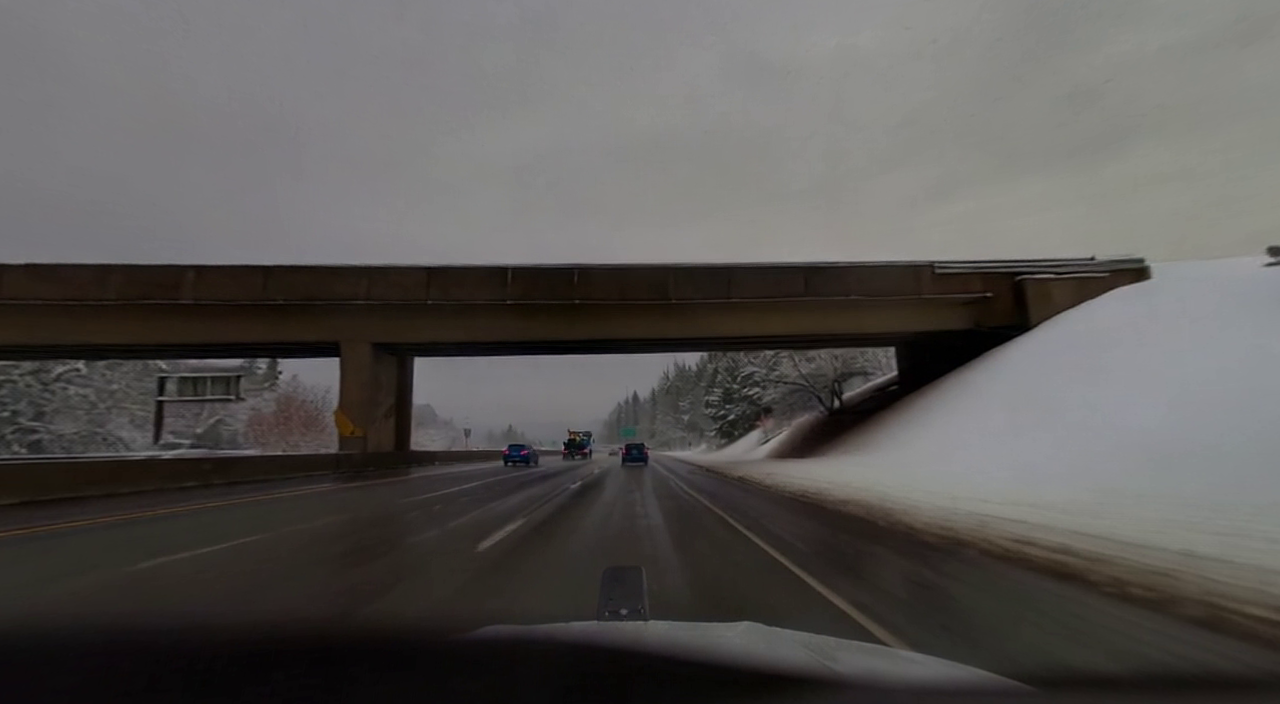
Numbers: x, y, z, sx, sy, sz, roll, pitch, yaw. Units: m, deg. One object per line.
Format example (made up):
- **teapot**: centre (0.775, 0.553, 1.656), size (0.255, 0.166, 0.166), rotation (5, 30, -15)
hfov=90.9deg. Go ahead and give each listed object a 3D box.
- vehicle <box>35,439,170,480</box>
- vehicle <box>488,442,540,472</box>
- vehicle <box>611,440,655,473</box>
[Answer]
- **vehicle**: centre (-21.496, 4.295, 25.493), size (1.753, 1.480, 4.197), rotation (0, -8, 0)
- **vehicle**: centre (-7.541, 6.306, 38.178), size (2.115, 1.644, 4.513), rotation (0, -8, 2)
- **vehicle**: centre (-0.372, 5.928, 36.050), size (2.336, 1.722, 4.212), rotation (0, -8, 0)
